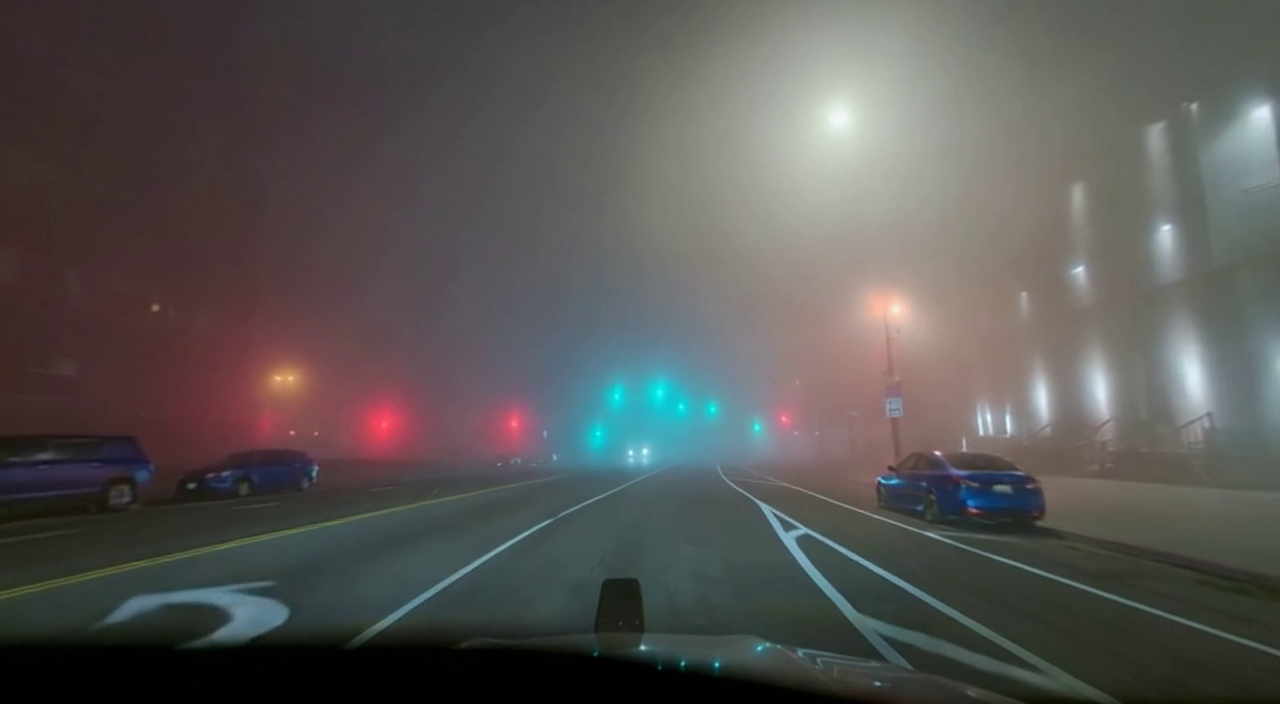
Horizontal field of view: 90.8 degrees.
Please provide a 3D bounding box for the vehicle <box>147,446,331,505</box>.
[{"bbox_3d":[-11.682,3.588,18.940,1.894,1.493,4.902,-1,-9,6],"label":"vehicle"}]

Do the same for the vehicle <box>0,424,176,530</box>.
[{"bbox_3d":[-12.398,2.476,12.906,2.083,1.882,4.642,0,-9,3],"label":"vehicle"}]

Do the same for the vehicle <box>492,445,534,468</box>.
[{"bbox_3d":[-8.818,7.308,44.212,1.868,1.520,3.796,-1,-9,5],"label":"vehicle"}]

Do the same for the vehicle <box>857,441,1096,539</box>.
[{"bbox_3d":[6.082,2.517,12.419,2.010,1.473,5.353,0,-9,3],"label":"vehicle"}]
